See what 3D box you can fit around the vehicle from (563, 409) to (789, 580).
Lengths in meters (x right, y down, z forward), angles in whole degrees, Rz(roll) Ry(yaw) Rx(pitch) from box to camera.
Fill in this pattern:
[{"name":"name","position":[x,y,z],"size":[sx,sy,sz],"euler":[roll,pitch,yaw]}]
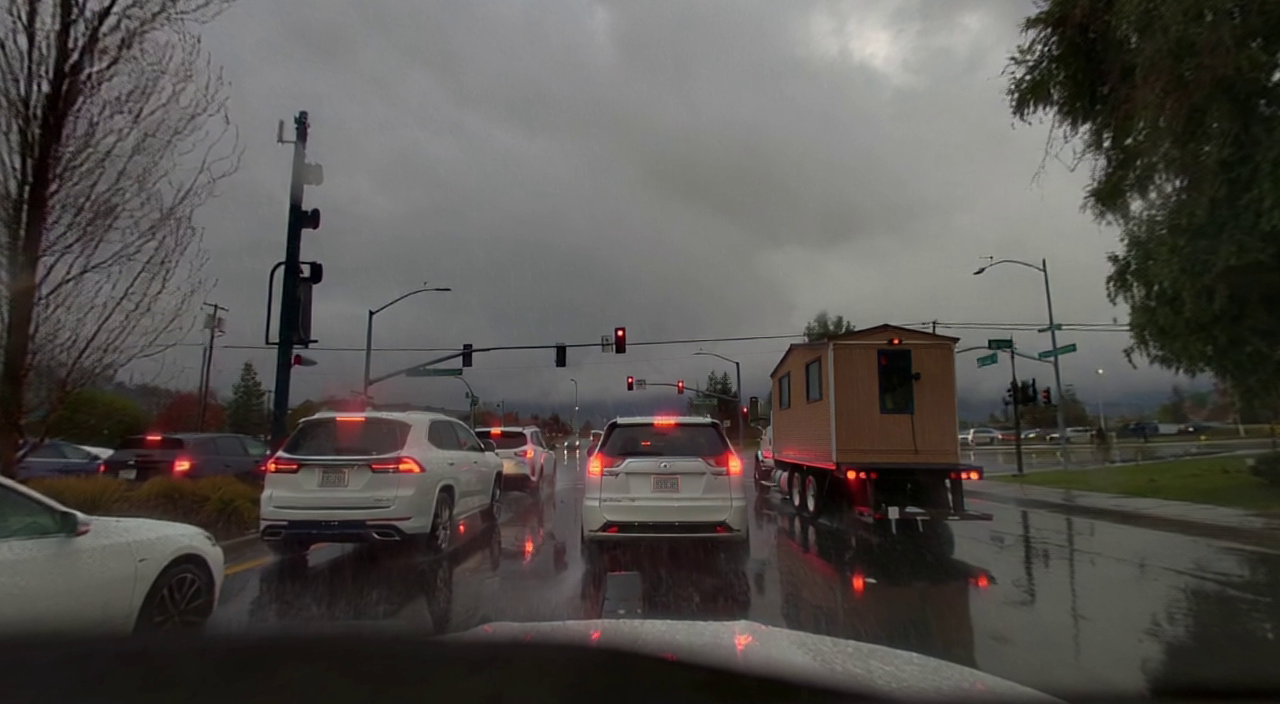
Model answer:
[{"name":"vehicle","position":[0.357,1.704,8.314],"size":[2.189,1.649,4.171],"euler":[0,-9,0]}]

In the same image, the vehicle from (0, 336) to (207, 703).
[{"name":"vehicle","position":[-3.432,0.670,1.474],"size":[1.952,1.730,4.116],"euler":[0,-9,-1]}]

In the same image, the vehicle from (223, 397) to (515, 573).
[{"name":"vehicle","position":[-3.265,1.712,8.841],"size":[2.085,1.812,4.388],"euler":[0,-9,0]}]

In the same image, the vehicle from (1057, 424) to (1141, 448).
[{"name":"vehicle","position":[33.191,6.130,45.860],"size":[4.671,1.595,1.824],"euler":[-5,-10,31]}]

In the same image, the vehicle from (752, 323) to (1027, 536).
[{"name":"vehicle","position":[3.690,1.393,10.989],"size":[2.531,2.750,5.595],"euler":[0,-9,1]}]
